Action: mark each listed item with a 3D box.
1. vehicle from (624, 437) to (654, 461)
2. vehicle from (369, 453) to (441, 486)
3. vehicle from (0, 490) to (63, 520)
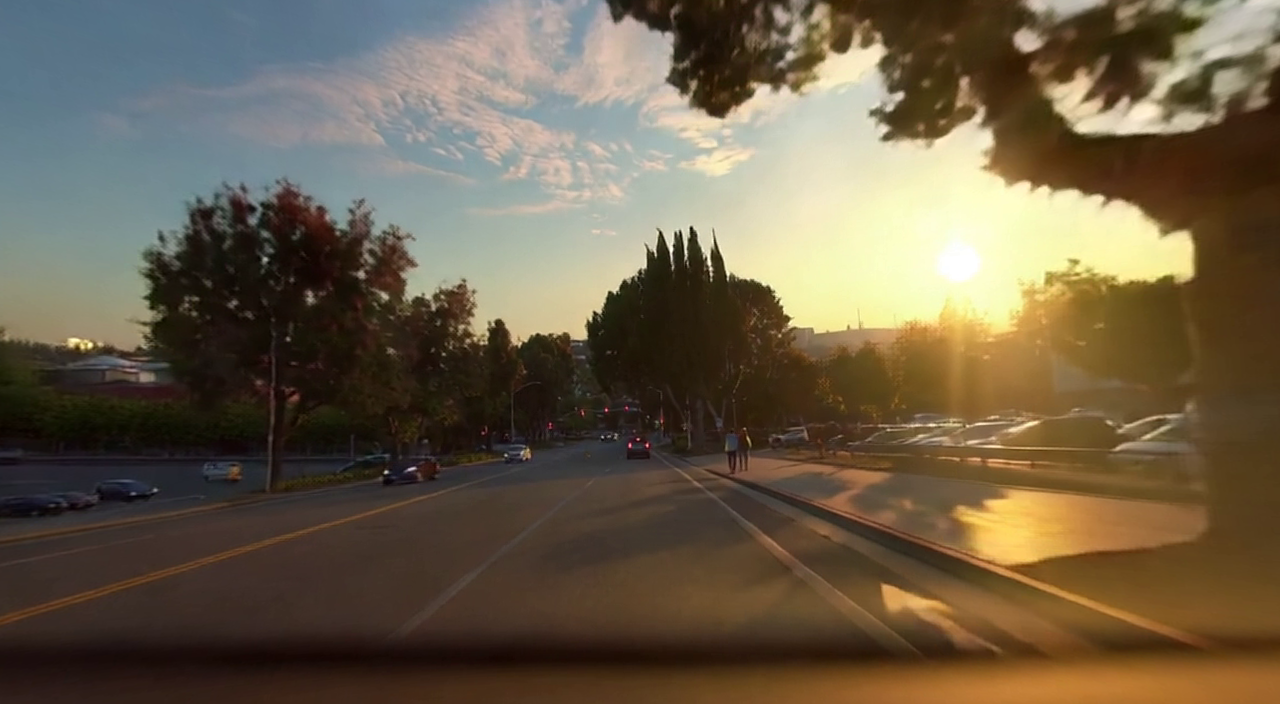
[{"bbox_3d":[-0.080,7.610,49.721,2.228,1.790,4.180,0,-9,-1],"label":"vehicle"},{"bbox_3d":[-11.782,5.884,32.022,2.011,1.475,4.536,0,-9,-1],"label":"vehicle"},{"bbox_3d":[-42.869,10.440,43.125,4.793,1.735,1.979,0,-9,-5],"label":"vehicle"}]
